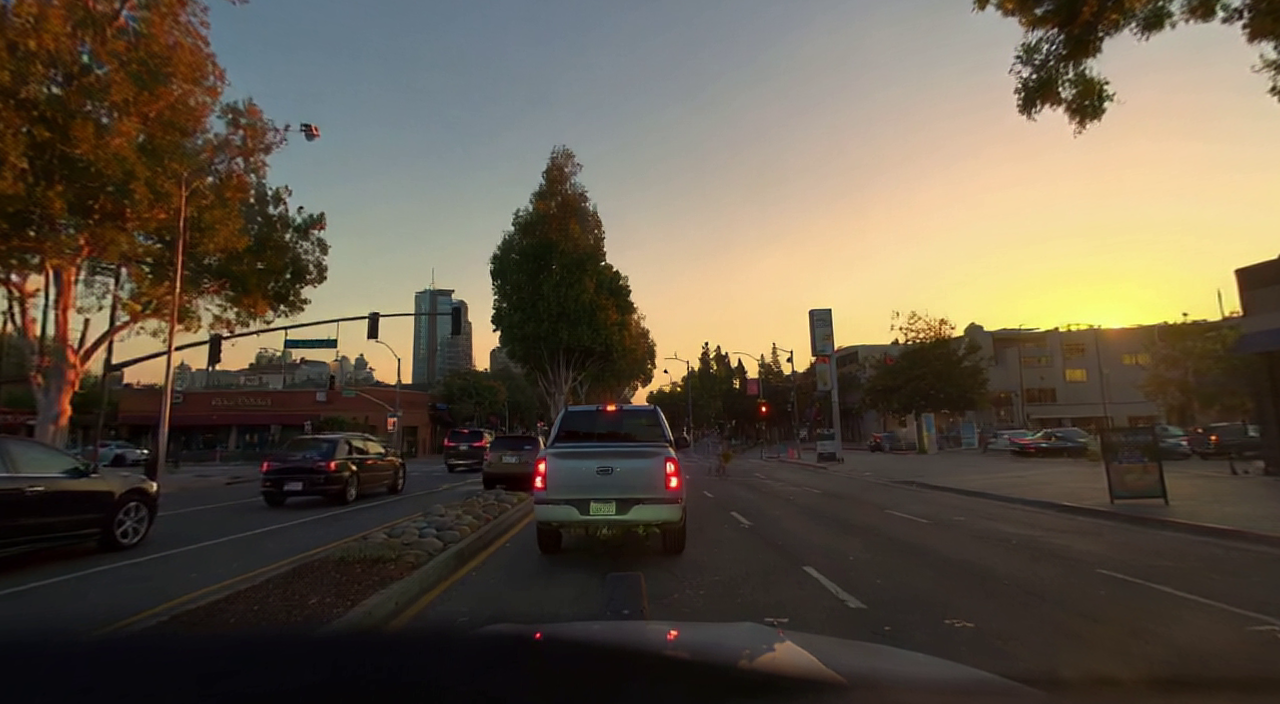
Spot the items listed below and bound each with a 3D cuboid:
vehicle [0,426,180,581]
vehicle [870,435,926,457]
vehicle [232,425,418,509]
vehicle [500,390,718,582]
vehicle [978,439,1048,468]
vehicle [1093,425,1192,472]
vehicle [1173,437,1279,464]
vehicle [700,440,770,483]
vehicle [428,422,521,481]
[{"bbox_3d":[-6.972,1.446,6.029,1.831,1.451,4.382,0,-8,0],"label":"vehicle"},{"bbox_3d":[20.101,7.326,49.044,4.361,1.653,2.034,6,-11,-37],"label":"vehicle"},{"bbox_3d":[-7.111,2.629,14.894,1.941,1.655,4.503,0,-8,2],"label":"vehicle"},{"bbox_3d":[-0.310,1.597,8.233,2.064,1.817,4.298,0,-8,-1],"label":"vehicle"},{"bbox_3d":[20.099,5.411,33.920,3.836,1.443,1.694,5,-10,-35],"label":"vehicle"},{"bbox_3d":[19.220,3.659,24.045,4.156,1.622,1.924,7,-11,-38],"label":"vehicle"},{"bbox_3d":[29.727,4.942,31.659,4.176,1.313,1.719,0,-8,2],"label":"vehicle"},{"bbox_3d":[3.423,4.043,23.513,2.023,1.441,4.240,0,-8,1],"label":"vehicle"},{"bbox_3d":[-6.449,3.956,25.217,2.496,2.112,4.351,0,-8,0],"label":"vehicle"}]
